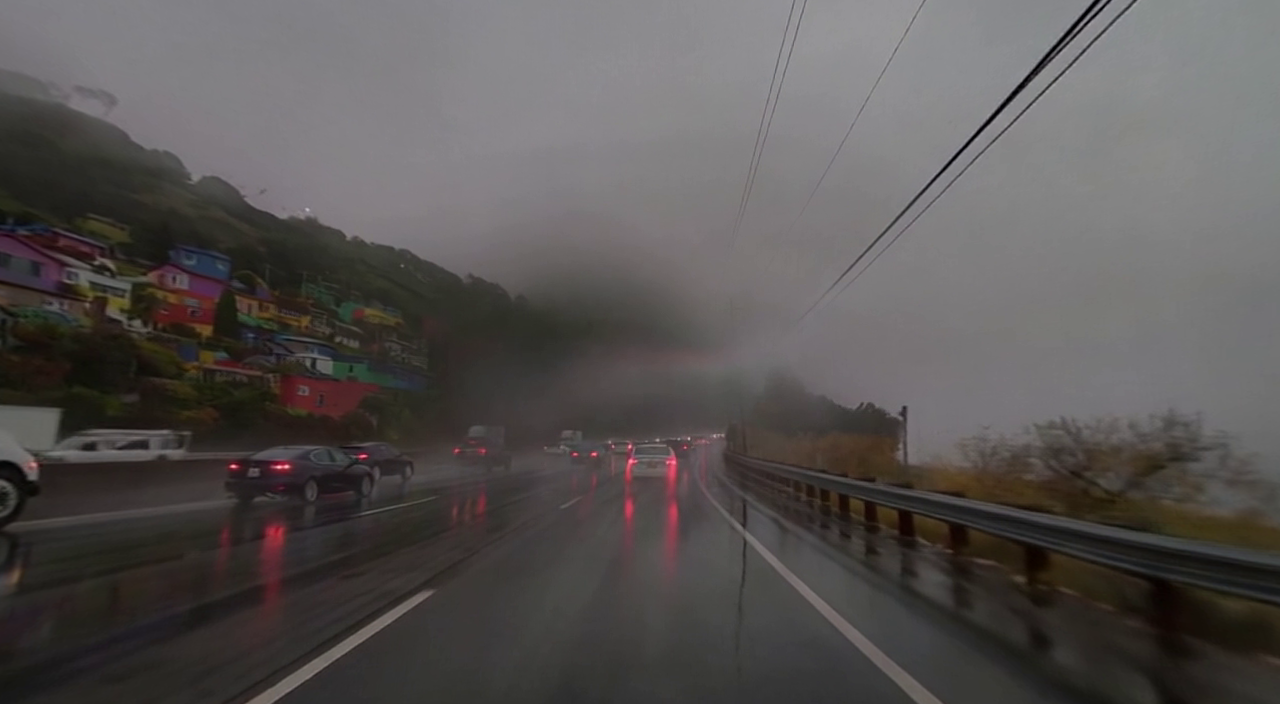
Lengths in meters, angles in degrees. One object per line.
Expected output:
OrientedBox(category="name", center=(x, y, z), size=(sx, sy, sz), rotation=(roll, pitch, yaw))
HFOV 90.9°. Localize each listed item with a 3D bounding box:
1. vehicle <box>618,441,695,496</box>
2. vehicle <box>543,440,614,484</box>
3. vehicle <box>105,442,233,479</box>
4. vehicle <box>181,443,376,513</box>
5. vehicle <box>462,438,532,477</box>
OrientedBox(category="vehicle", center=(0.585, 3.511, 19.406), size=(2.109, 1.495, 3.935), rotation=(-1, -8, 4))
OrientedBox(category="vehicle", center=(-2.448, 4.518, 26.269), size=(2.121, 1.639, 4.383), rotation=(-1, -8, 6))
OrientedBox(category="vehicle", center=(-20.947, 4.816, 28.328), size=(1.902, 1.536, 4.561), rotation=(-1, -8, 6))
OrientedBox(category="vehicle", center=(-8.738, 3.041, 15.833), size=(1.959, 1.469, 4.450), rotation=(-1, -8, 5))
OrientedBox(category="vehicle", center=(-7.215, 5.358, 32.396), size=(2.080, 1.833, 4.461), rotation=(-1, -8, 7))
